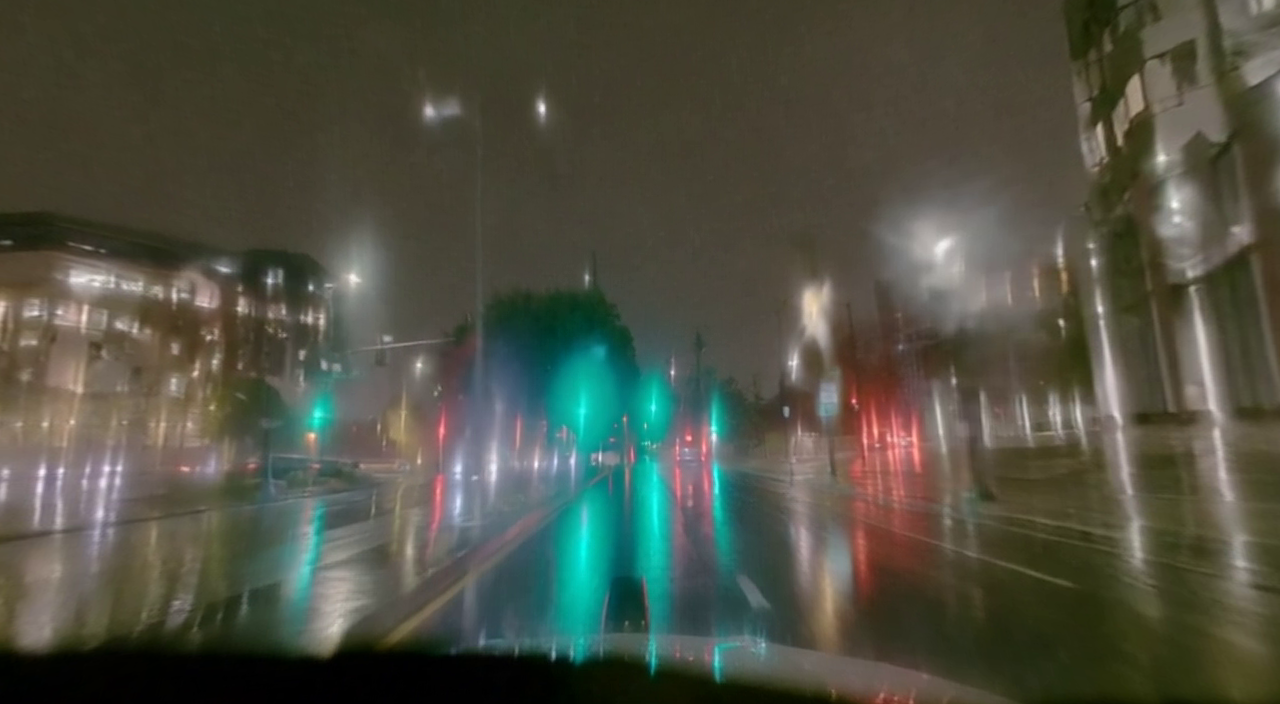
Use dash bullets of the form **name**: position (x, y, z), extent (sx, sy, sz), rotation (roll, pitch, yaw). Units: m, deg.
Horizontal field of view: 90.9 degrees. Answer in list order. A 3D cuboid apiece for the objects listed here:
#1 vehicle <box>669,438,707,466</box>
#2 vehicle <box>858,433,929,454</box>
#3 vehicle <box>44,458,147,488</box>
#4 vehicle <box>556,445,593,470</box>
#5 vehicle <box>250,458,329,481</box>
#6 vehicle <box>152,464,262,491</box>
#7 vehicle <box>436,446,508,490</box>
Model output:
- **vehicle**: position (3.068, 6.586, 41.486), extent (2.129, 1.719, 4.205), rotation (0, -9, 0)
- **vehicle**: position (18.975, 6.871, 47.254), extent (4.459, 1.525, 1.956), rotation (0, -9, 0)
- **vehicle**: position (-35.228, 7.832, 40.881), extent (4.673, 1.771, 2.118), rotation (1, -10, 2)
- **vehicle**: position (-4.522, 7.329, 44.102), extent (1.991, 1.614, 4.718), rotation (0, -9, 1)
- **vehicle**: position (-24.519, 8.222, 44.184), extent (4.359, 1.457, 2.043), rotation (0, -9, 2)
- **vehicle**: position (-24.880, 7.219, 36.336), extent (4.815, 1.469, 2.056), rotation (0, -9, 1)
- **vehicle**: position (-7.535, 5.214, 28.745), extent (1.962, 1.807, 4.541), rotation (0, -9, 1)
